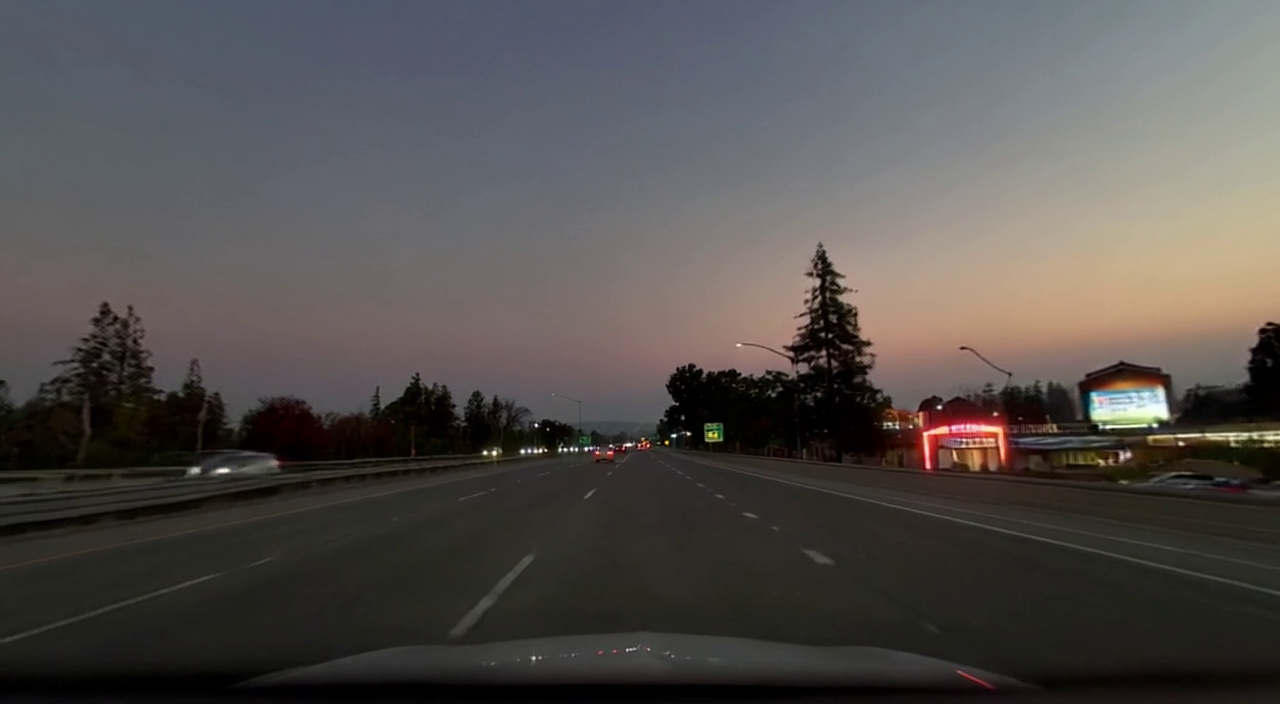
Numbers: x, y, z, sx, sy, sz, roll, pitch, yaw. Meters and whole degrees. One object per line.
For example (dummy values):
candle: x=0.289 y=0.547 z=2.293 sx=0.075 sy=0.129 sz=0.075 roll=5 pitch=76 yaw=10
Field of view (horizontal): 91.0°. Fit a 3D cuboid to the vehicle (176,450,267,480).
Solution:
vehicle: x=-23.803 y=6.405 z=36.065 sx=1.886 sy=1.545 sz=4.772 roll=0 pitch=-9 yaw=0
